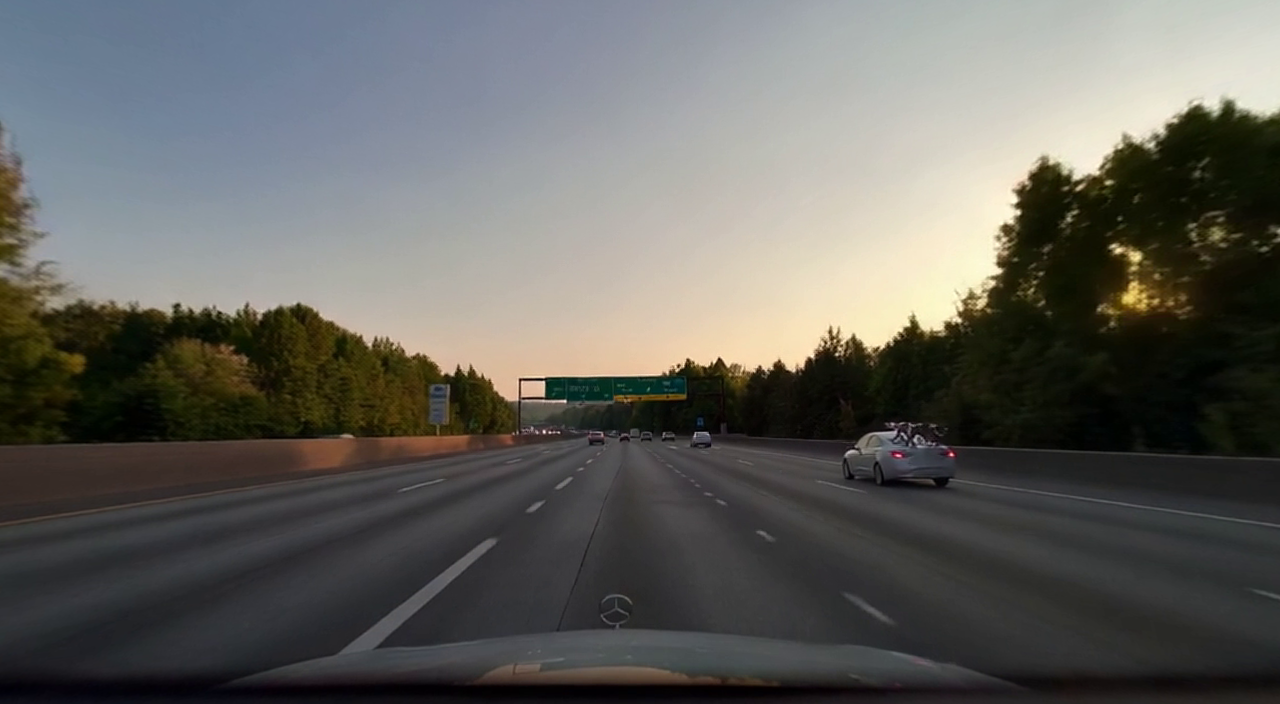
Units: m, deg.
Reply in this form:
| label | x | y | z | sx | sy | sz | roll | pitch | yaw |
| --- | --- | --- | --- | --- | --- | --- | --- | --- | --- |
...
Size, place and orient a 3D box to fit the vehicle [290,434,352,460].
| label | x | y | z | sx | sy | sz | roll | pitch | yaw |
| --- | --- | --- | --- | --- | --- | --- | --- | --- | --- |
| vehicle | -21.386 | 6.354 | 42.397 | 1.925 | 1.584 | 4.394 | 0 | -7 | -1 |

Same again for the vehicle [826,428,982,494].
| label | x | y | z | sx | sy | sz | roll | pitch | yaw |
| --- | --- | --- | --- | --- | --- | --- | --- | --- | --- |
| vehicle | 6.837 | 2.847 | 17.031 | 2.034 | 1.511 | 4.785 | 0 | -8 | -1 |
